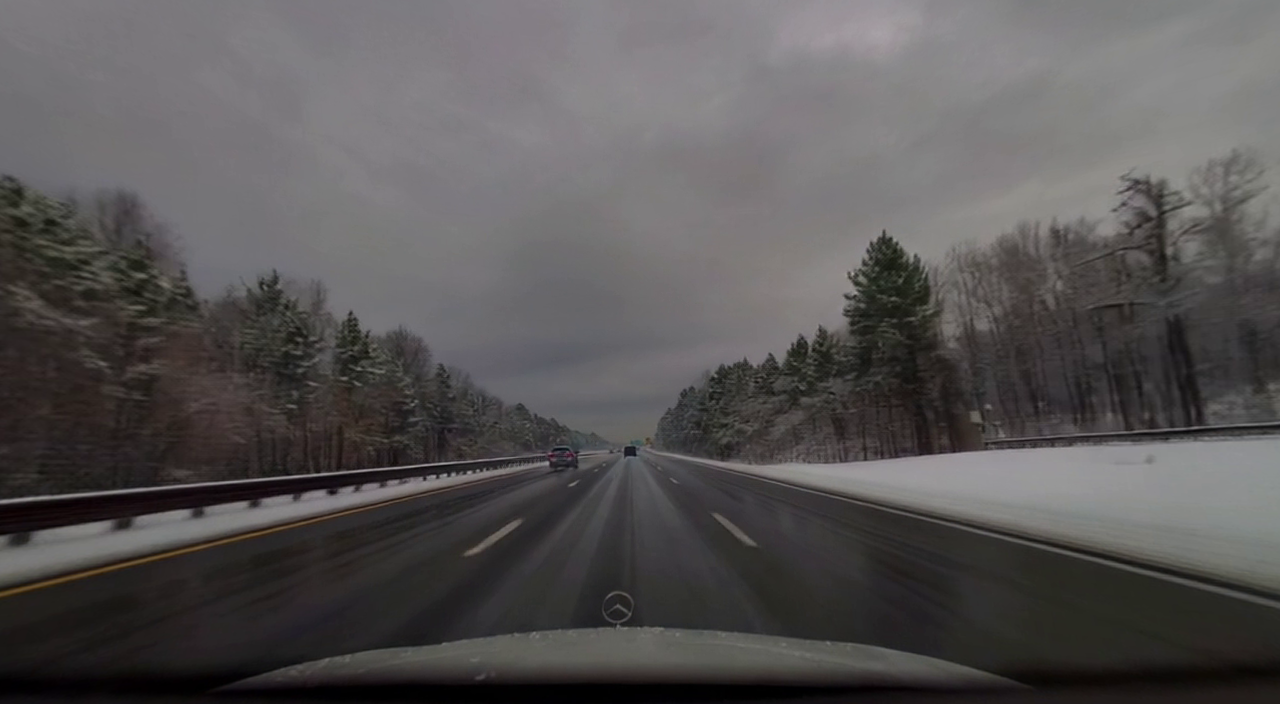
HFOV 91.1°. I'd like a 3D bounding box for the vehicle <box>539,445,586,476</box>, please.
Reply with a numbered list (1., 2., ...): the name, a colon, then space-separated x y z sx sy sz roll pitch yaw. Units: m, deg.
1. vehicle: -4.004 5.659 33.029 1.970 1.492 3.944 0 -9 0
